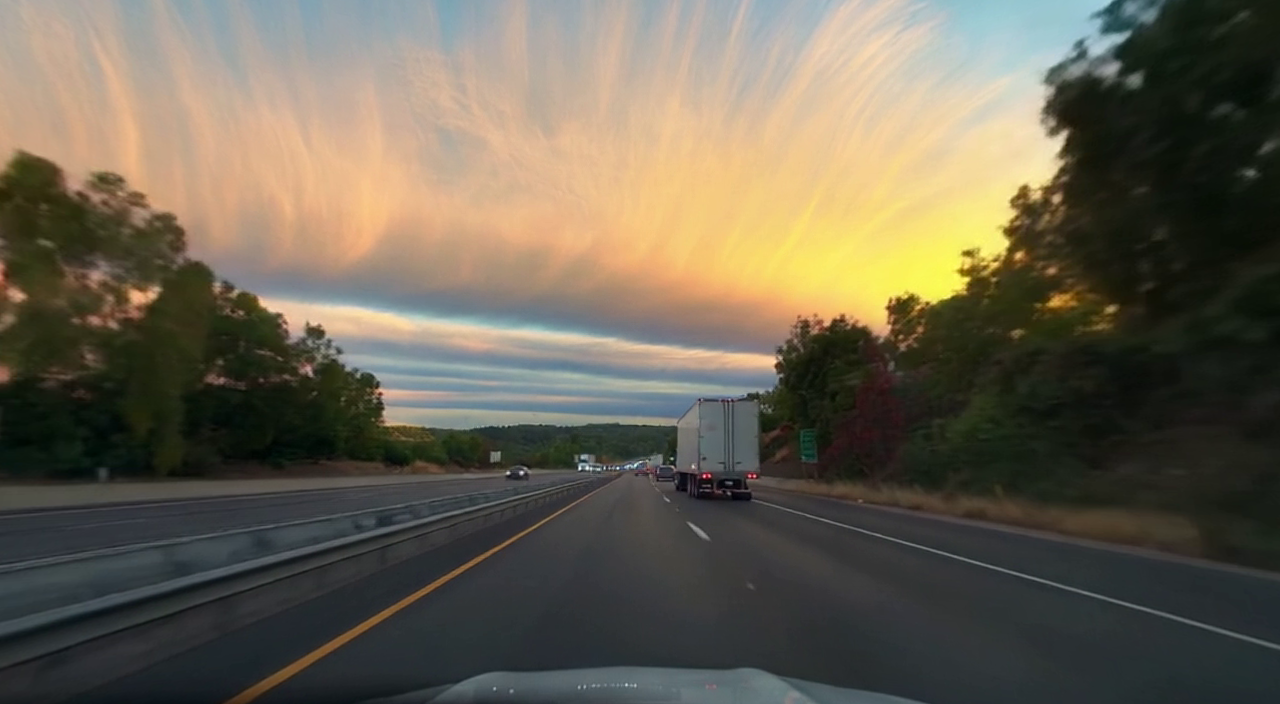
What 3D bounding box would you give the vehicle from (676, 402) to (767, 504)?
[{"bbox_3d":[3.695,5.356,32.613,2.863,4.088,14.040,1,-10,0],"label":"vehicle"}]
